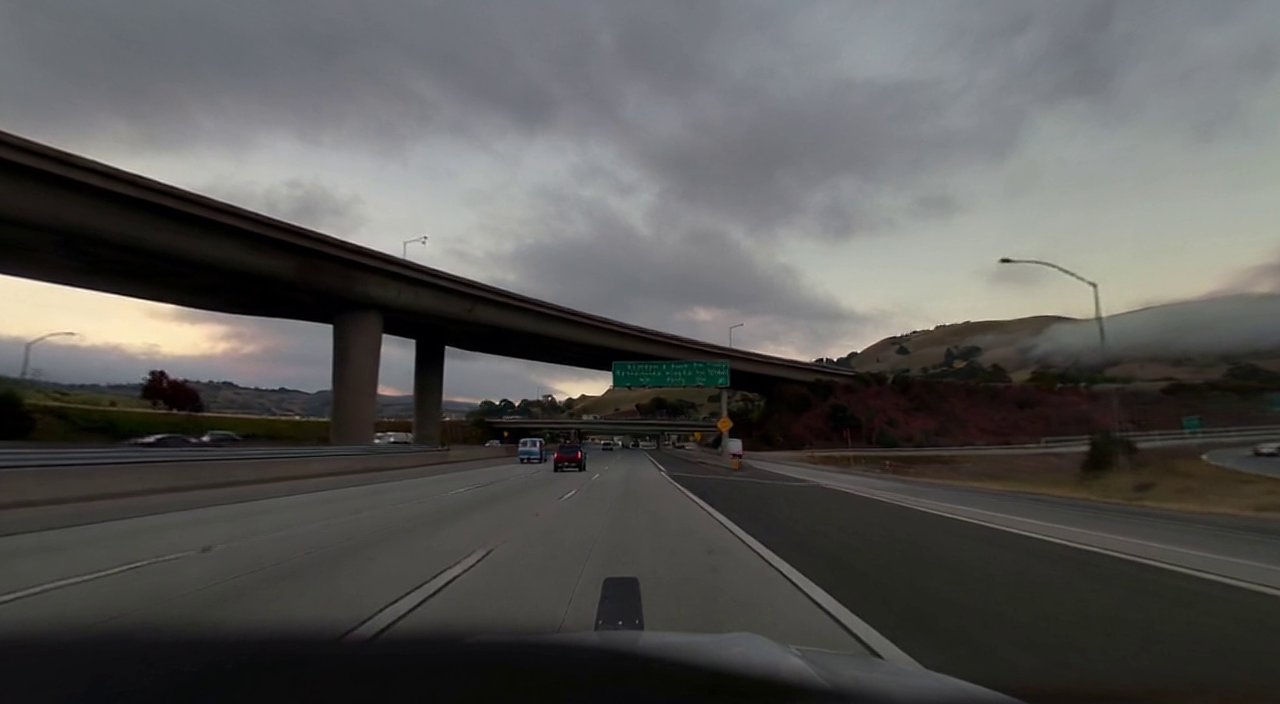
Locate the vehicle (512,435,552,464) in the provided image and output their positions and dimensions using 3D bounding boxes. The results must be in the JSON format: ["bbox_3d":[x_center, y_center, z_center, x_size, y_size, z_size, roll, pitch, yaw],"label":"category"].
[{"bbox_3d":[-7.909,7.167,46.355,2.132,1.984,4.639,0,-9,0],"label":"vehicle"}]

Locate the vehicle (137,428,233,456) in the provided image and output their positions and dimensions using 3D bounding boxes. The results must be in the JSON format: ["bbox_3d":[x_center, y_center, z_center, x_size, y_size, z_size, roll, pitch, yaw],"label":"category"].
[{"bbox_3d":[-30.263,6.082,42.144,2.108,1.733,5.604,-1,-9,2],"label":"vehicle"}]

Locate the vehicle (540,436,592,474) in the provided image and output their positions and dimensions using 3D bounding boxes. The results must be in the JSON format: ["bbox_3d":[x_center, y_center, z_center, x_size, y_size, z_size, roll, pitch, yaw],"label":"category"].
[{"bbox_3d":[-3.868,5.490,33.679,2.144,1.847,4.850,0,-9,1],"label":"vehicle"}]
